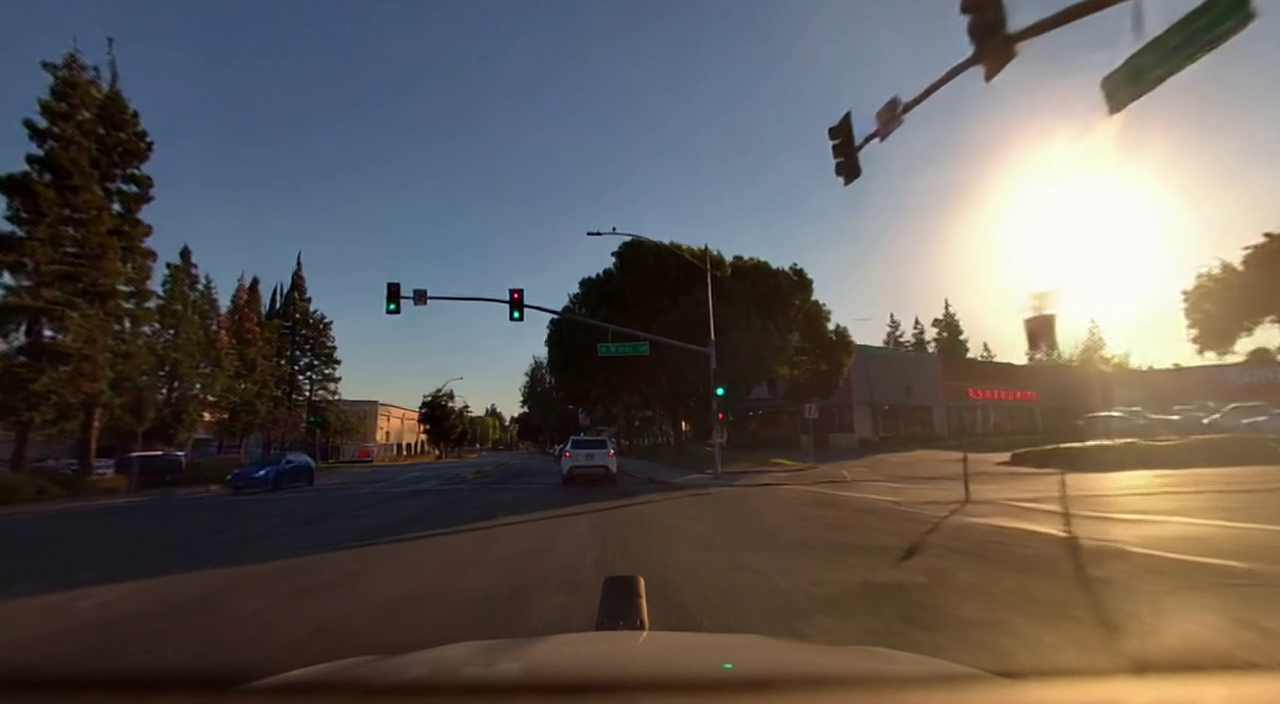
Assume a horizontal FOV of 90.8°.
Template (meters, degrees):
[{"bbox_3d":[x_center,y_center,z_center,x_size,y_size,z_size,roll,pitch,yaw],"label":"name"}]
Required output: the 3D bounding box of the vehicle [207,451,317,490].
[{"bbox_3d":[-16.580,5.187,28.034,1.873,1.483,4.657,0,-8,2],"label":"vehicle"}]

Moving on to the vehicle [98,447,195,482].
[{"bbox_3d":[-26.625,6.041,34.278,2.142,1.671,4.083,0,-8,-4],"label":"vehicle"}]

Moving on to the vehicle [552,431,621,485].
[{"bbox_3d":[-1.907,3.751,22.586,2.227,1.733,3.930,1,-8,-5],"label":"vehicle"}]

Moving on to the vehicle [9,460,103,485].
[{"bbox_3d":[-36.728,7.574,39.826,3.894,1.446,1.760,1,-8,-8],"label":"vehicle"}]
